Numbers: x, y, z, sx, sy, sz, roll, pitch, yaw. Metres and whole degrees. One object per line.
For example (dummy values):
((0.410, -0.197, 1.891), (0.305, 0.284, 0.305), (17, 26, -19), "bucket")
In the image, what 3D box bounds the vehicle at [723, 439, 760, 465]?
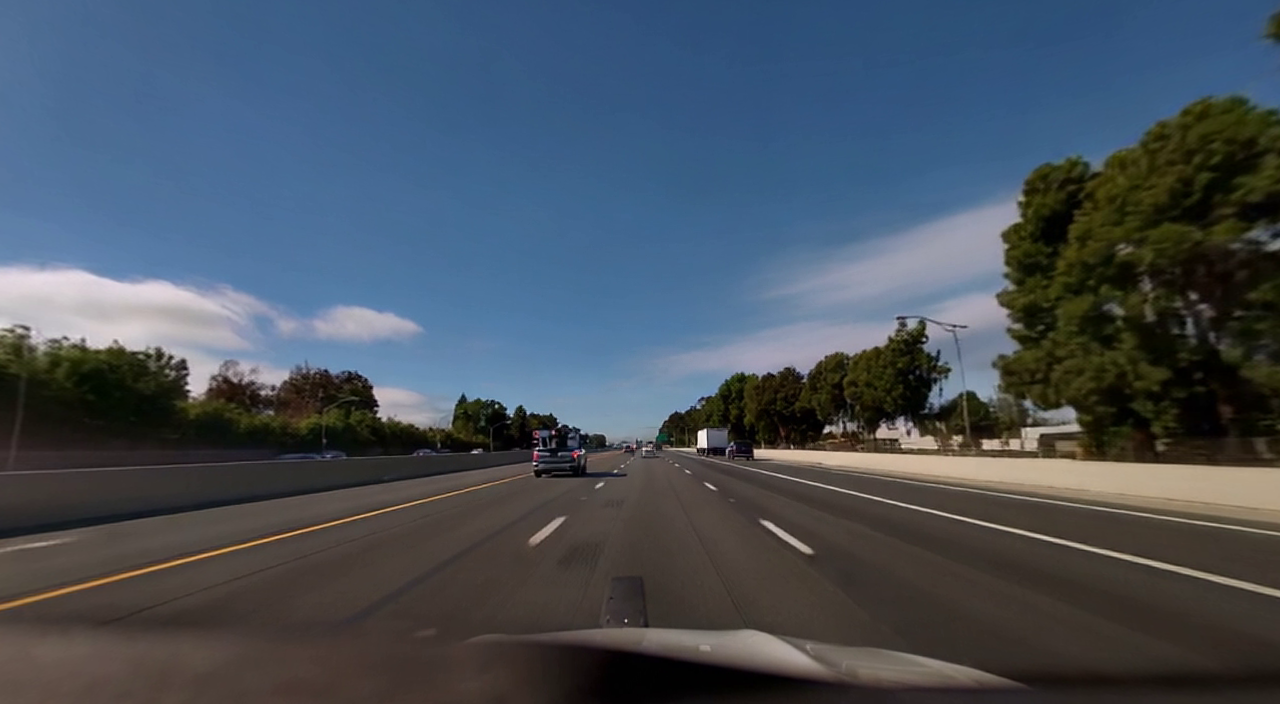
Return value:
((7.226, 7.170, 45.263), (2.063, 1.706, 4.259), (0, -8, 1), "vehicle")

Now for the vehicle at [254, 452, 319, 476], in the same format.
((-24.906, 7.854, 44.573), (1.854, 1.553, 4.565), (0, -8, 1), "vehicle")

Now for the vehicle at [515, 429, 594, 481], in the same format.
((-3.434, 4.318, 26.681), (2.453, 1.952, 5.320), (0, -8, 2), "vehicle")
